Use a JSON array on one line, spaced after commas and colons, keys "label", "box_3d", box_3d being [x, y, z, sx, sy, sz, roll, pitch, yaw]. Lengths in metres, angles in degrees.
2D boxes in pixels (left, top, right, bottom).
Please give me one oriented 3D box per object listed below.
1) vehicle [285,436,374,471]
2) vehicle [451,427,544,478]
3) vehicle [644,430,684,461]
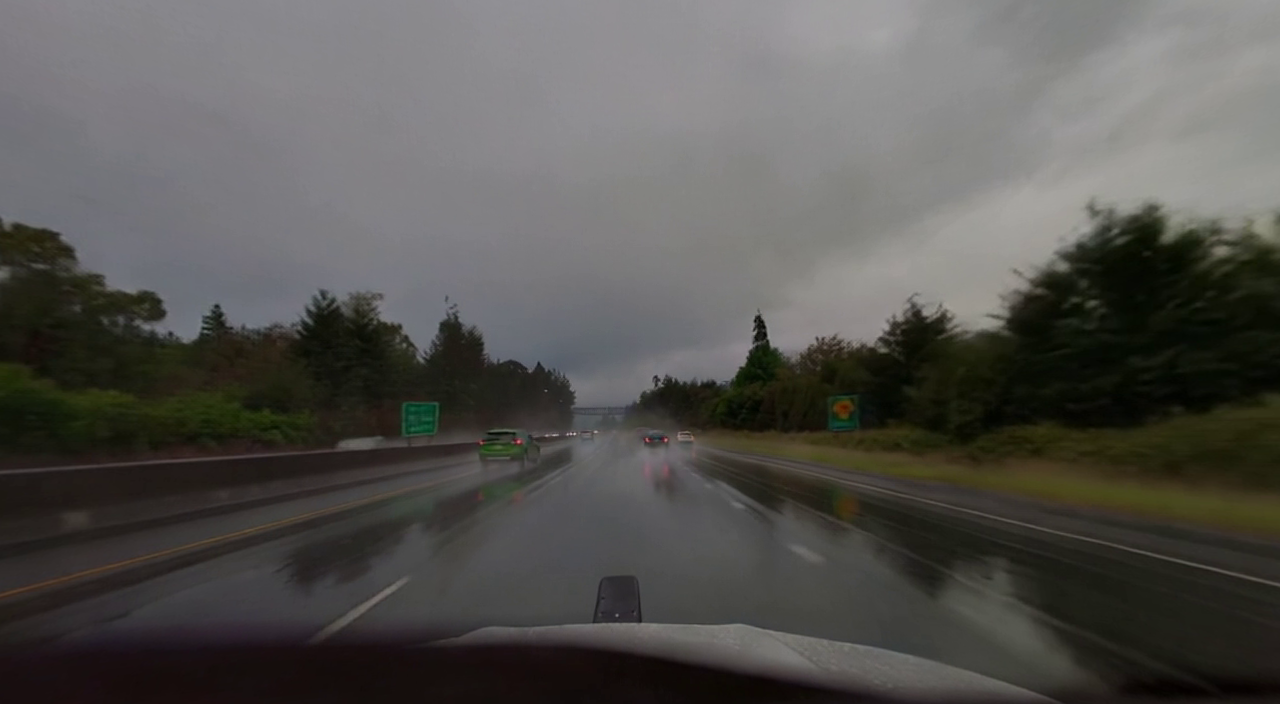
[{"label": "vehicle", "box_3d": [-14.091, 4.597, 28.919, 1.891, 1.470, 4.480, 0, -8, -1]}, {"label": "vehicle", "box_3d": [-4.619, 3.311, 21.197, 2.023, 1.512, 4.804, 0, -8, 0]}, {"label": "vehicle", "box_3d": [1.164, 4.683, 31.651, 1.869, 1.466, 3.356, 0, -8, 1]}]
